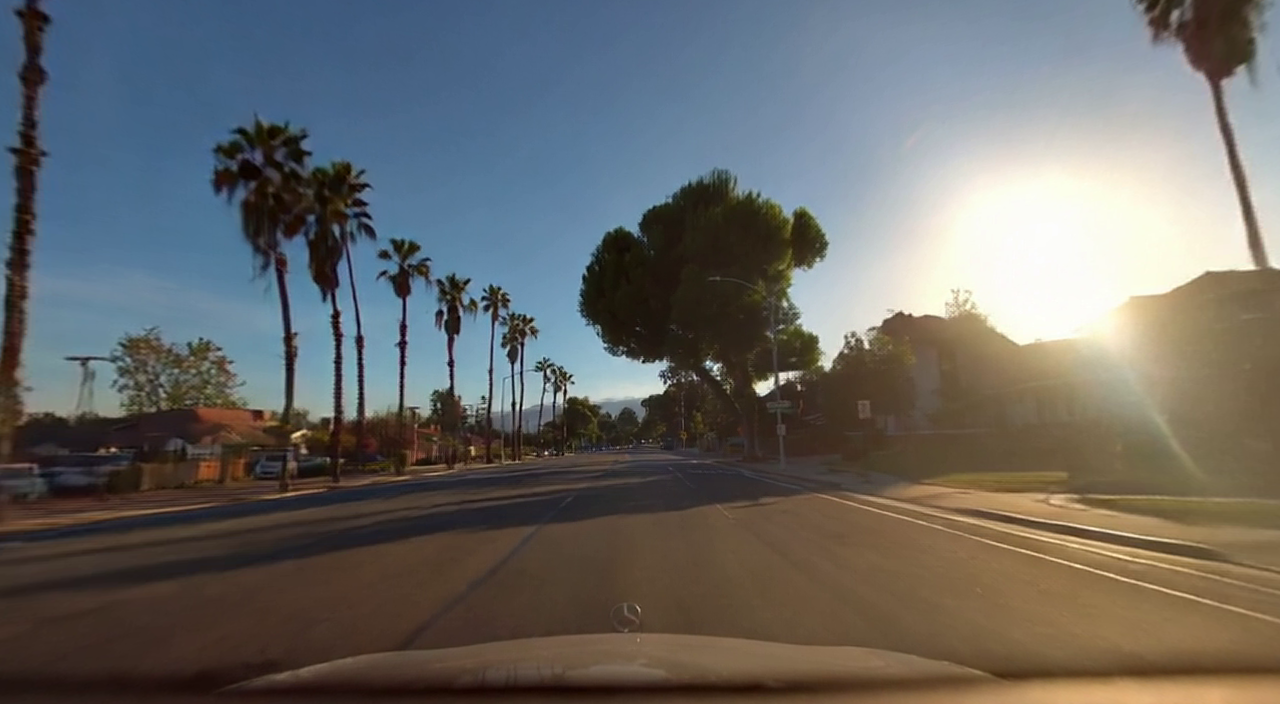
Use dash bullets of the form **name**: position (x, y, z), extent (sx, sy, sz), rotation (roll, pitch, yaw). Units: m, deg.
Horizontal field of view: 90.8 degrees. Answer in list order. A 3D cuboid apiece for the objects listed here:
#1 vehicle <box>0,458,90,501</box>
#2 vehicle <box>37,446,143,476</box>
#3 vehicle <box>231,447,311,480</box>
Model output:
- **vehicle**: position (-26.158, 5.525, 27.293), extent (4.546, 1.479, 2.103), rotation (-9, -8, 28)
- **vehicle**: position (-39.576, 7.882, 45.654), extent (5.244, 2.021, 2.086), rotation (6, -10, -29)
- **vehicle**: position (-25.460, 7.700, 43.502), extent (5.622, 1.769, 2.331), rotation (-9, -8, 31)
